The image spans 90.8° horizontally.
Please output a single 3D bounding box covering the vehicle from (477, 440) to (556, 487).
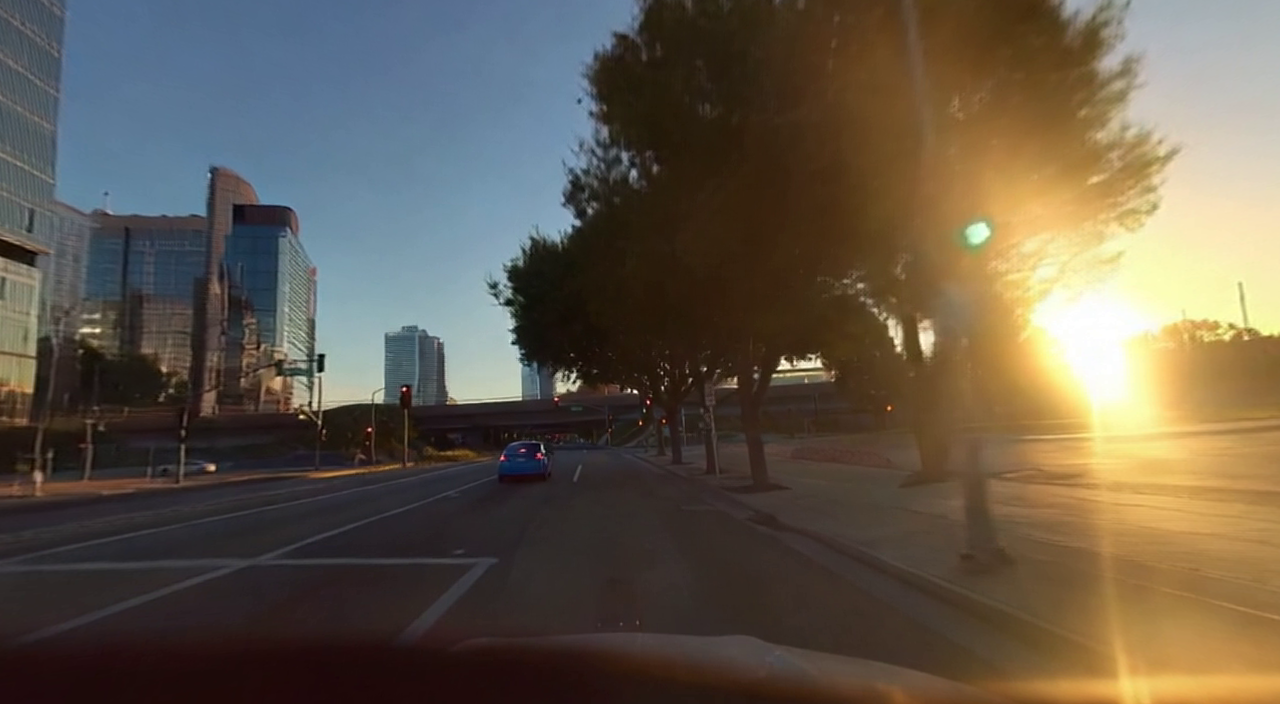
[{"bbox_3d":[-4.375,3.978,23.087,2.154,1.465,4.532,-1,-8,-3],"label":"vehicle"}]
